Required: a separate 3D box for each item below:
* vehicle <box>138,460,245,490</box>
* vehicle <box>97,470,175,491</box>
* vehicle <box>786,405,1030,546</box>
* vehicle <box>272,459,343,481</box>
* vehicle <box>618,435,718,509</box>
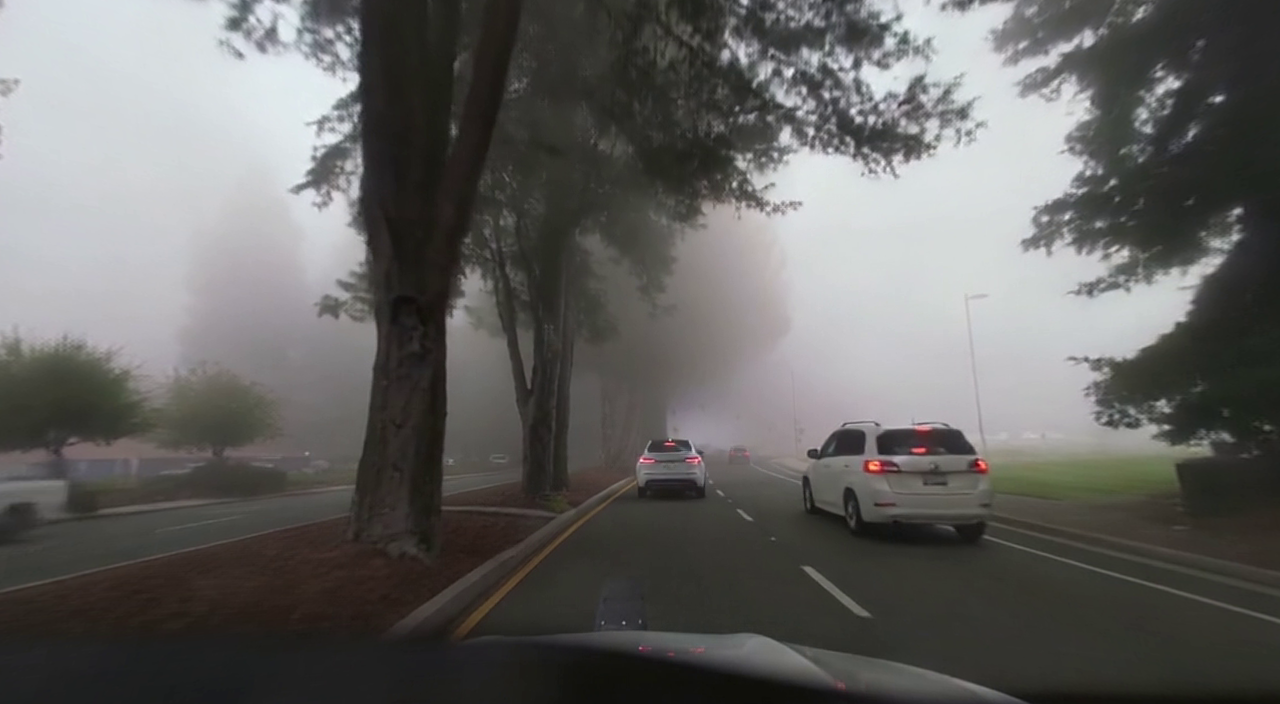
[{"bbox_3d":[-26.747,7.330,37.695,4.951,1.618,1.952,-1,-8,4],"label":"vehicle"},{"bbox_3d":[-38.509,9.819,48.224,4.412,1.435,1.926,-1,-8,5],"label":"vehicle"},{"bbox_3d":[4.119,1.996,10.960,1.953,1.818,5.299,-1,-8,1],"label":"vehicle"},{"bbox_3d":[-25.472,9.029,48.351,4.434,1.582,1.946,-2,-8,11],"label":"vehicle"},{"bbox_3d":[0.717,2.899,15.735,2.154,1.585,3.997,-1,-8,3],"label":"vehicle"}]
